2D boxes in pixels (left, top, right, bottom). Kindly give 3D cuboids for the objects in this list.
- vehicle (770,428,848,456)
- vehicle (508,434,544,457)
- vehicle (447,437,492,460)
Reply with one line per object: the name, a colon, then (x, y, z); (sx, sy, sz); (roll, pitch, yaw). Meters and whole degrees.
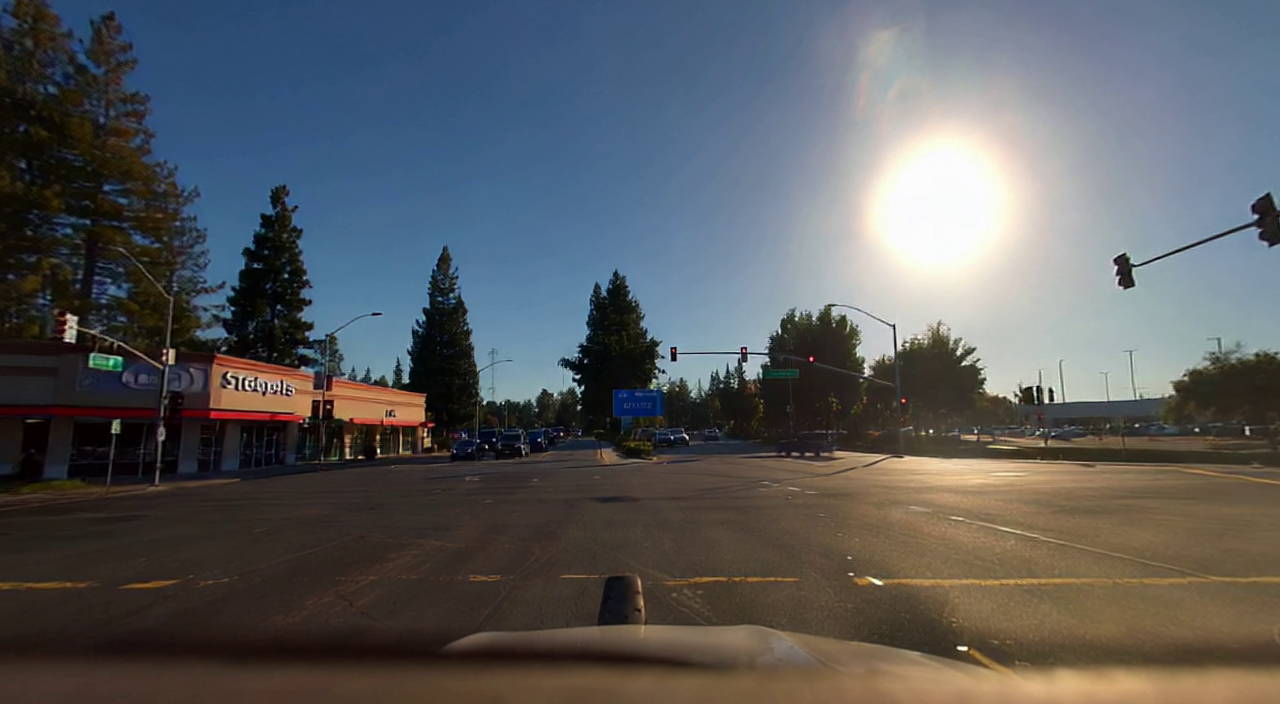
vehicle: (10.805, 5.797, 40.558); (1.936, 1.664, 4.667); (6, -10, -34)
vehicle: (-8.067, 6.658, 45.075); (1.920, 1.546, 4.086); (0, -9, -1)
vehicle: (-11.765, 6.685, 43.898); (2.111, 1.499, 4.371); (0, -9, -3)
